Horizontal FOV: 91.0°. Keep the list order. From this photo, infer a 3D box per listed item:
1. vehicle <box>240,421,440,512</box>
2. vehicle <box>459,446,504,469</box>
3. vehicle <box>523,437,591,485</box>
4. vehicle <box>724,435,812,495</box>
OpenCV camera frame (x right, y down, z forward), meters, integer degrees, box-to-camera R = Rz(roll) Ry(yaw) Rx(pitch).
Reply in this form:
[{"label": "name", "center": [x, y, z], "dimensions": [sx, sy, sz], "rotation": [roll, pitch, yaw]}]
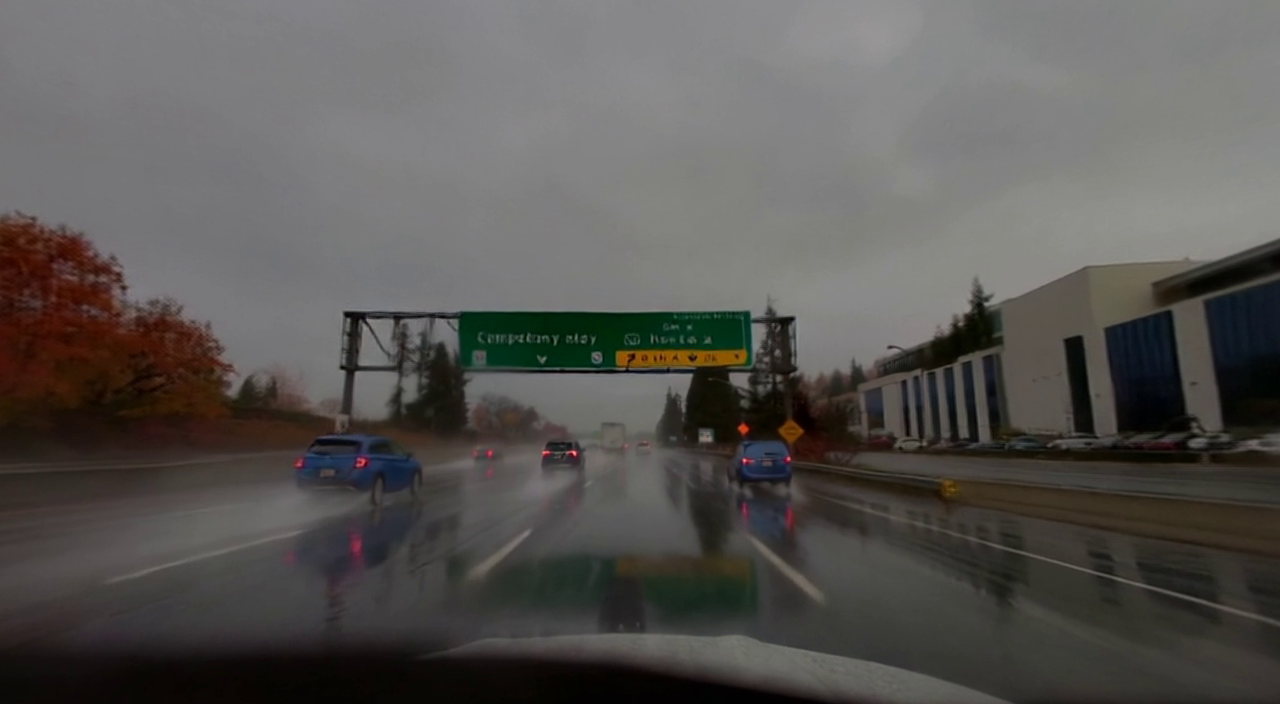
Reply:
[{"label": "vehicle", "center": [-7.070, 2.787, 15.762], "dimensions": [2.314, 1.842, 5.279], "rotation": [0, -9, 1]}, {"label": "vehicle", "center": [-10.889, 7.264, 43.524], "dimensions": [1.919, 1.509, 4.265], "rotation": [0, -9, 1]}, {"label": "vehicle", "center": [-3.258, 4.378, 25.638], "dimensions": [2.111, 1.742, 4.315], "rotation": [0, -9, 1]}, {"label": "vehicle", "center": [4.091, 3.697, 20.991], "dimensions": [2.101, 1.742, 4.495], "rotation": [0, -9, 2]}]
